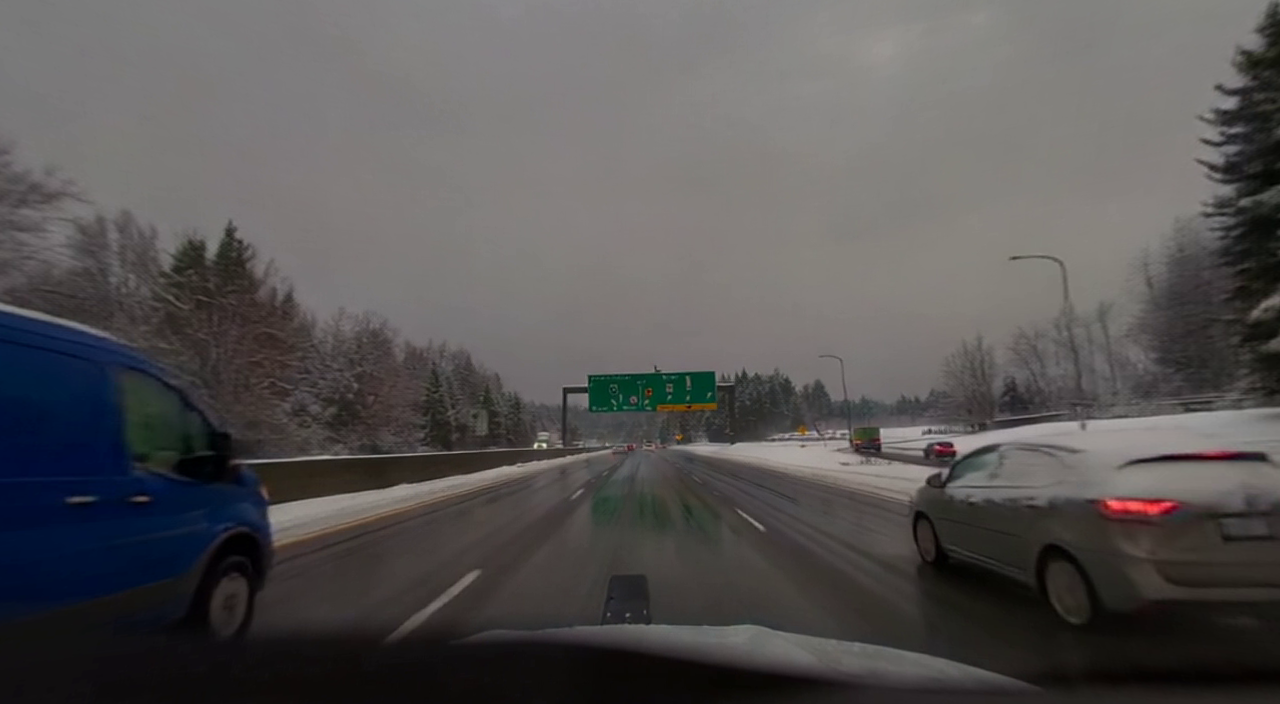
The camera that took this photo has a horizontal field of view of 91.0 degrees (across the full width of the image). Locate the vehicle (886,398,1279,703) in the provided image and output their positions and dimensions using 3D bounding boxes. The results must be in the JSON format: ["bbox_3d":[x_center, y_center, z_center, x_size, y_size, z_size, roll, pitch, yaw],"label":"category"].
[{"bbox_3d":[3.761,1.319,5.152,1.909,1.599,3.943,0,-8,1],"label":"vehicle"}]

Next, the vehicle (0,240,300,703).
[{"bbox_3d":[-3.492,0.552,1.880,2.281,2.025,4.586,0,-8,1],"label":"vehicle"}]
